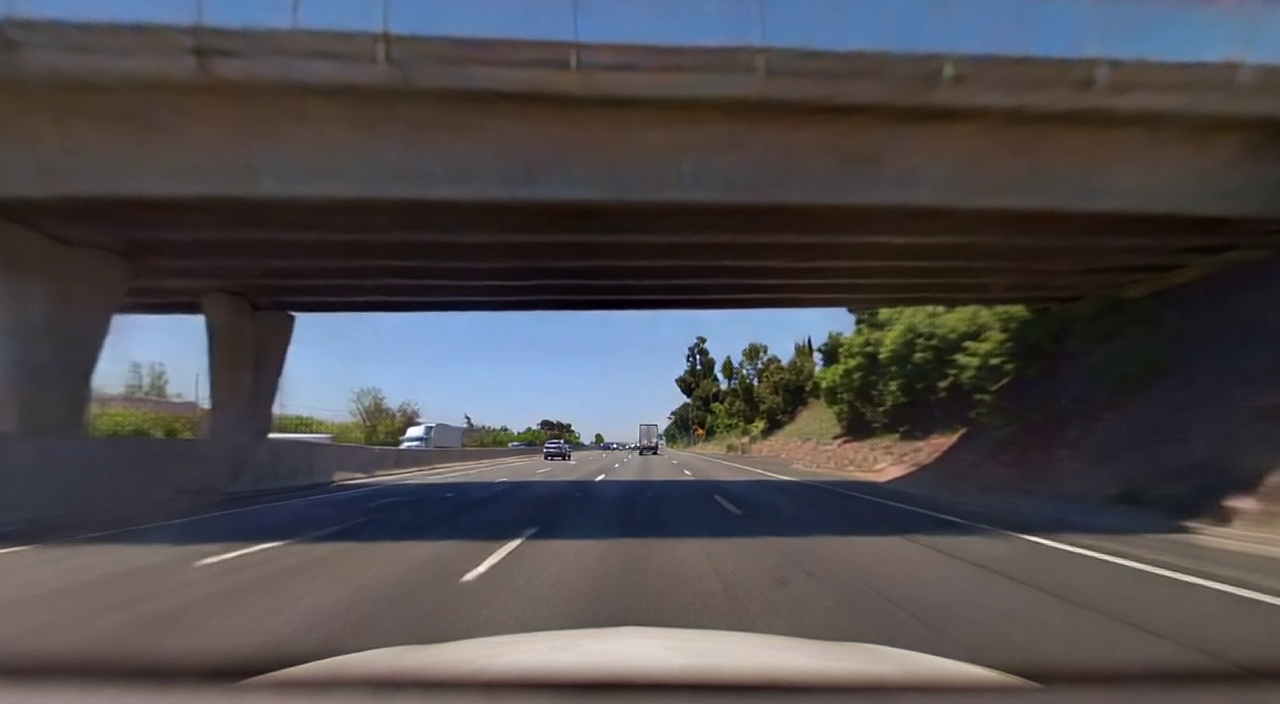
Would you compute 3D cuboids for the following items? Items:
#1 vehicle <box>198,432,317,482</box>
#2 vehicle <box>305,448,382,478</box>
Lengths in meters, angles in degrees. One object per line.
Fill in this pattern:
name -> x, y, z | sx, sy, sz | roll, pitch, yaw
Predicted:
vehicle -> -20.213, 5.577, 33.830 | 2.480, 2.433, 6.048 | 0, -8, 1
vehicle -> -16.170, 6.068, 34.696 | 1.937, 1.470, 4.632 | 0, -8, 1
